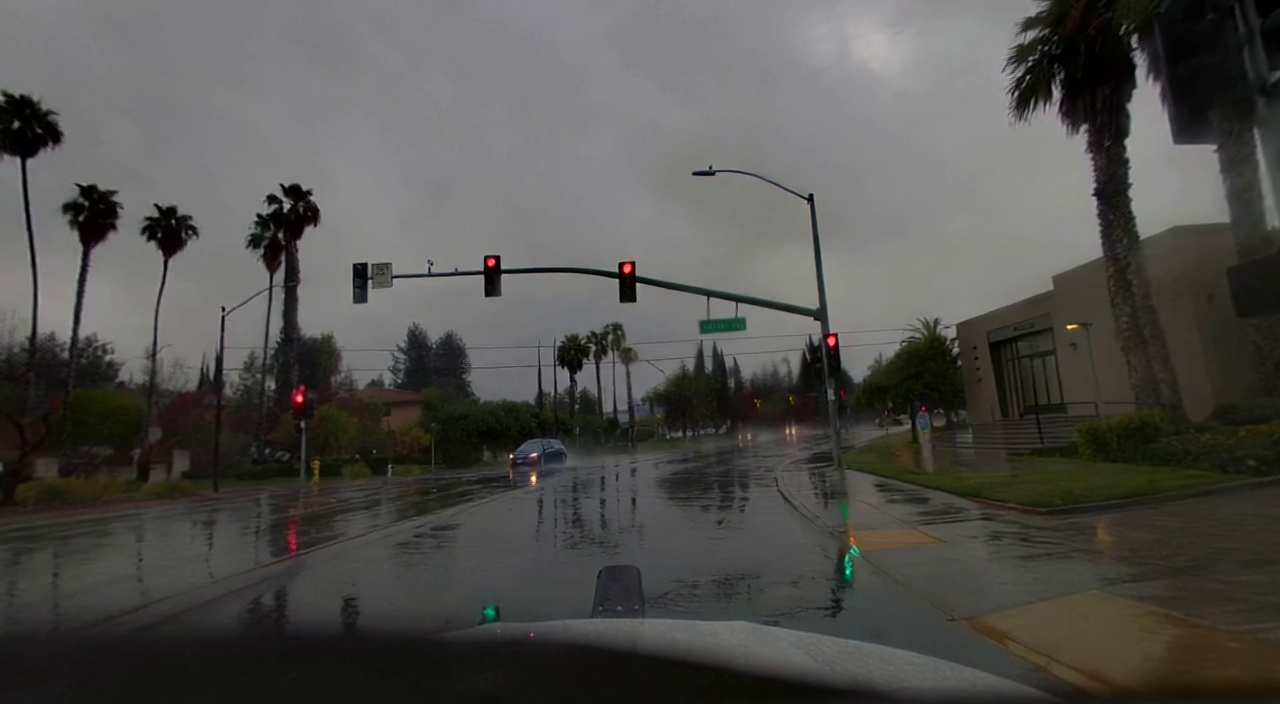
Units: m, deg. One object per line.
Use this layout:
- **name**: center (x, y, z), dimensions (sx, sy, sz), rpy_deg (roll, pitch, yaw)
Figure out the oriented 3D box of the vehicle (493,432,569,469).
- **vehicle**: center (-5.675, 5.234, 33.624), dimensions (2.181, 1.792, 4.648), rpy_deg (-3, -9, 16)
